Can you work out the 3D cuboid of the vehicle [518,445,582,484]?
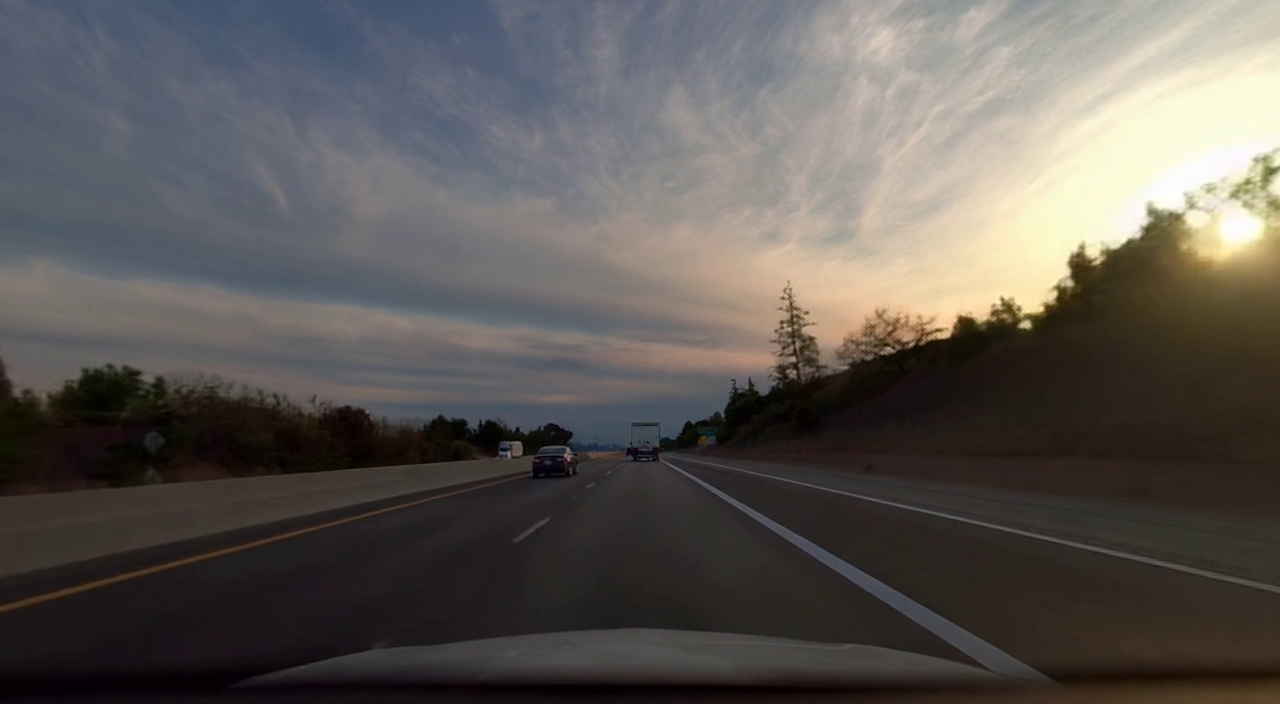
[{"bbox_3d":[-3.598,4.559,25.898,1.955,1.438,4.100,-1,-9,1],"label":"vehicle"}]
